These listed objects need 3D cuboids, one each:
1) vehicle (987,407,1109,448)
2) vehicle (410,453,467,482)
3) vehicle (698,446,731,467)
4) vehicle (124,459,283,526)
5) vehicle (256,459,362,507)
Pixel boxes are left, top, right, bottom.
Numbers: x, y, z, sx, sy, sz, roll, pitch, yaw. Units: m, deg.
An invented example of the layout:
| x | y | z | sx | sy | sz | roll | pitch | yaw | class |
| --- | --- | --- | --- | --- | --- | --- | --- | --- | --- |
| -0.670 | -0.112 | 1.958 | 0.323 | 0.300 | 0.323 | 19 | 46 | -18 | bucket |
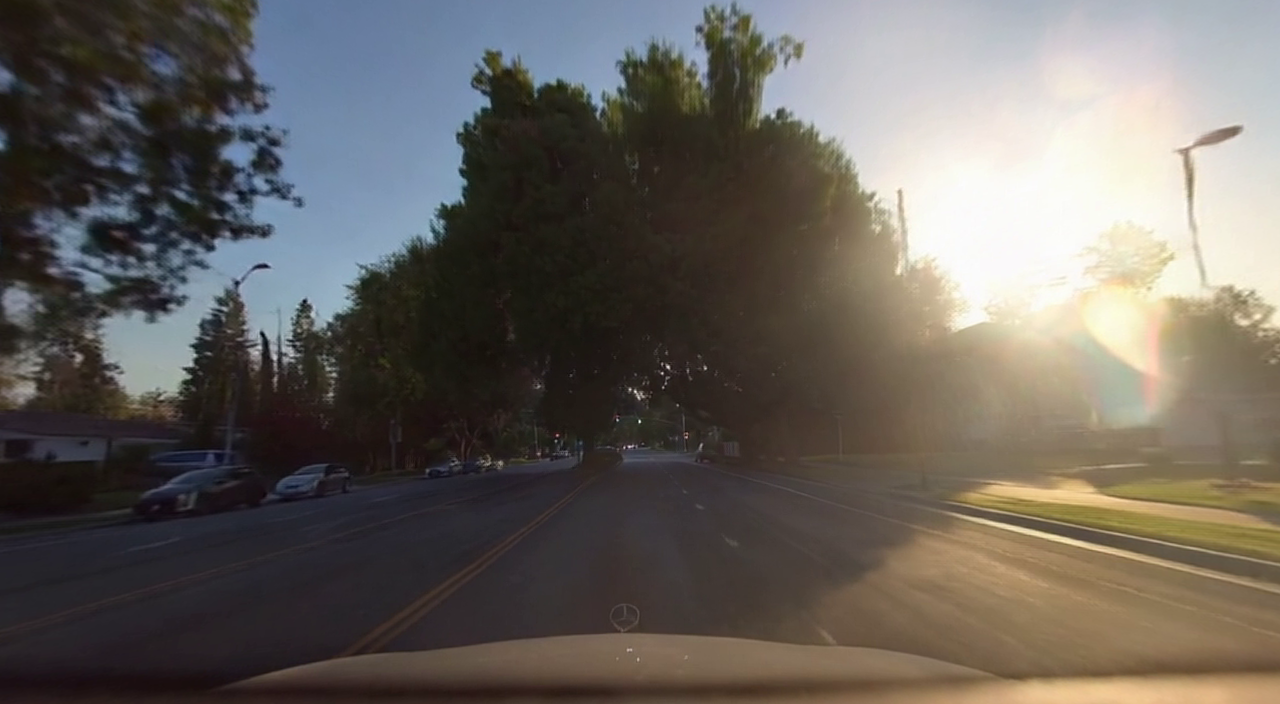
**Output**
| x | y | z | sx | sy | sz | roll | pitch | yaw | class |
| --- | --- | --- | --- | --- | --- | --- | --- | --- | --- |
| 17.440 | 3.305 | 27.141 | 1.726 | 1.620 | 3.938 | 6 | -11 | -37 | vehicle |
| -12.644 | 7.265 | 40.041 | 2.078 | 1.618 | 4.650 | 0 | -9 | 0 | vehicle |
| 5.741 | 8.126 | 49.266 | 1.875 | 1.466 | 4.355 | 0 | -9 | -2 | vehicle |
| -12.679 | 4.057 | 18.747 | 1.828 | 1.510 | 4.149 | -5 | -9 | 0 | vehicle |
| -12.738 | 5.026 | 24.659 | 1.909 | 1.477 | 4.345 | -4 | -8 | -1 | vehicle |
